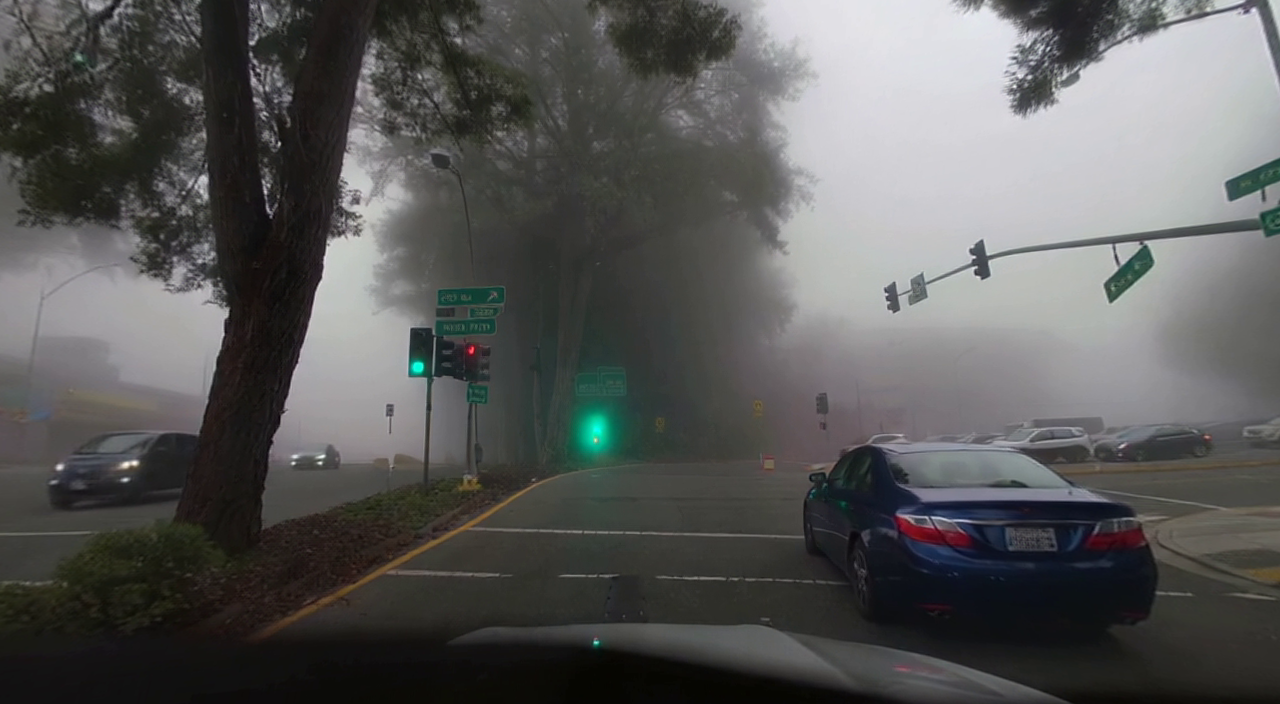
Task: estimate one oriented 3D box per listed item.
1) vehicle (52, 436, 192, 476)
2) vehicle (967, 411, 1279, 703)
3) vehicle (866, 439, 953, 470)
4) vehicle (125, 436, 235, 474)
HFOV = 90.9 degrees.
[{"bbox_3d":[-27.114,5.452,33.430,2.233,1.889,6.305,0,-8,-2],"label":"vehicle"},{"bbox_3d":[4.104,1.086,3.413,1.940,1.487,4.562,0,-8,-5],"label":"vehicle"},{"bbox_3d":[14.219,5.369,33.134,4.703,1.492,1.930,6,-10,-35],"label":"vehicle"},{"bbox_3d":[-23.075,5.165,31.919,2.111,1.742,4.757,0,-8,-3],"label":"vehicle"}]
